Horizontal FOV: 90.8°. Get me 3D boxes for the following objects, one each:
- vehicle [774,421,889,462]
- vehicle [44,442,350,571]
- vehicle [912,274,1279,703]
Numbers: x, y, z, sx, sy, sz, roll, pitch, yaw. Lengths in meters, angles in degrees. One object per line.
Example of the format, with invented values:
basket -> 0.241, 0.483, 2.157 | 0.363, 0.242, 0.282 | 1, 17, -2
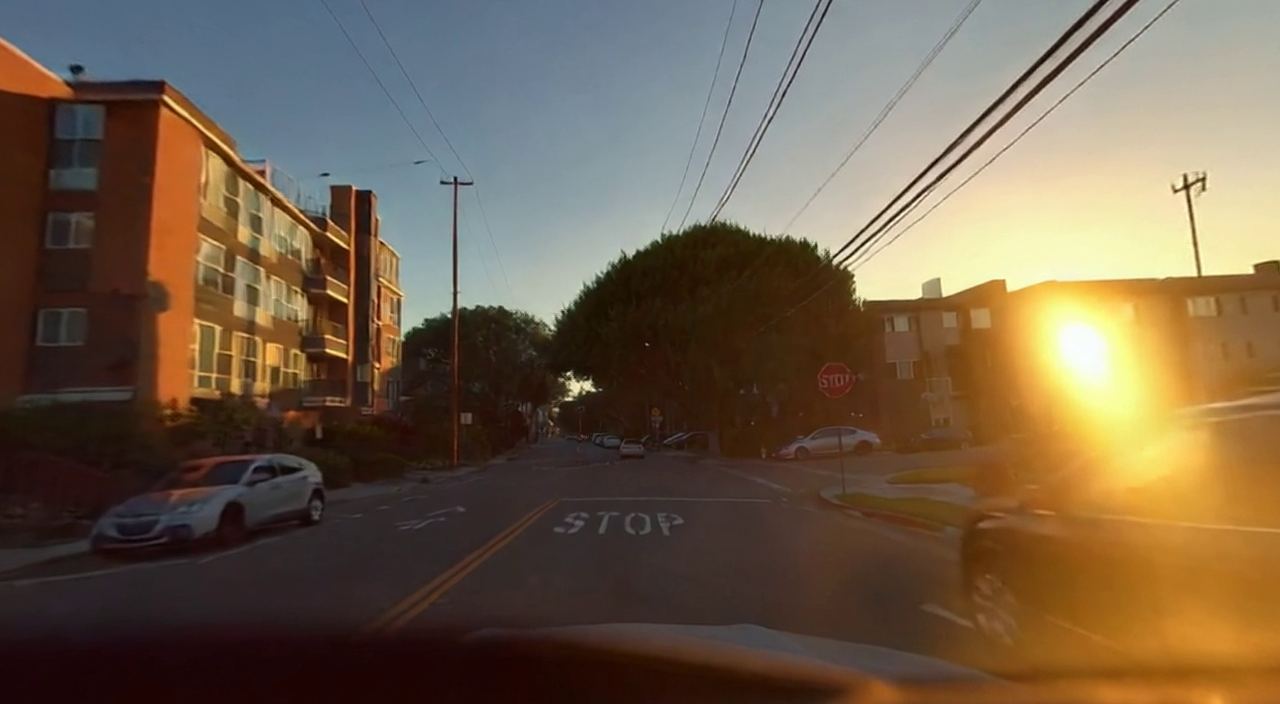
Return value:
vehicle -> 9.224, 4.354, 30.673 | 4.877, 1.755, 1.918 | 0, -10, -9
vehicle -> -6.812, 2.334, 10.518 | 1.922, 1.505, 4.502 | -3, -8, -1
vehicle -> 3.400, 0.810, 2.626 | 2.300, 1.913, 4.896 | 4, -8, -1
